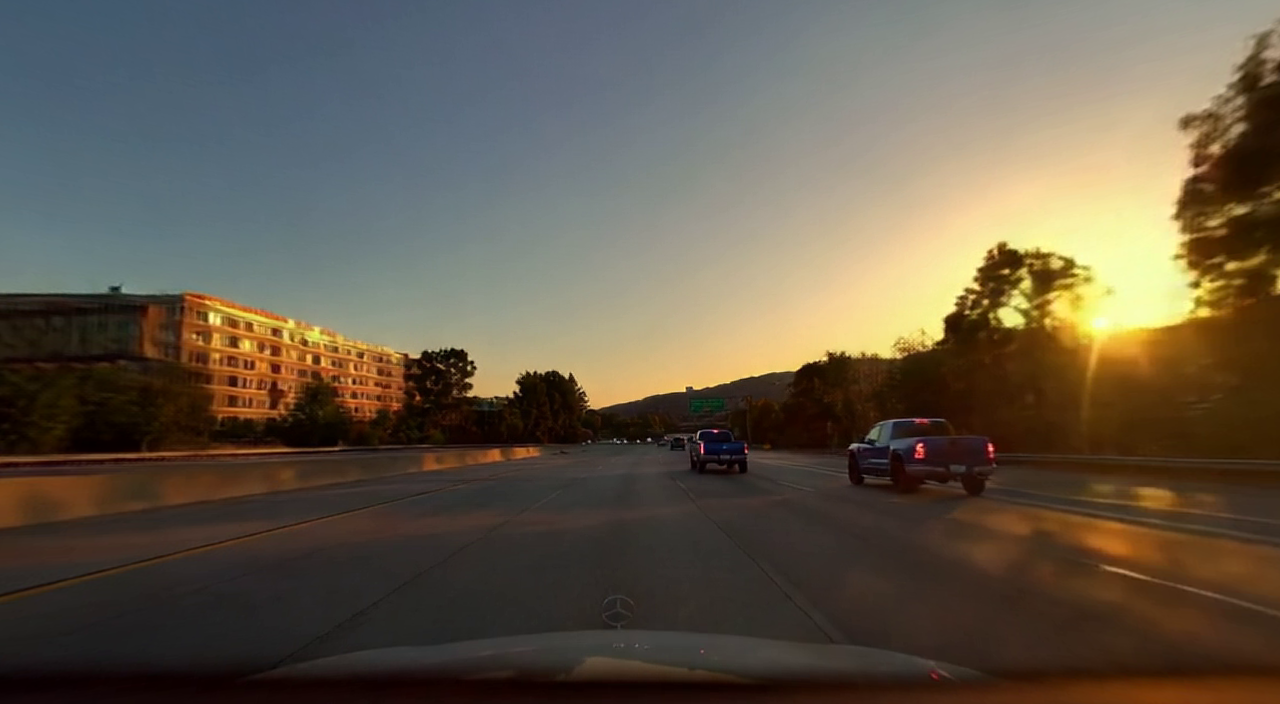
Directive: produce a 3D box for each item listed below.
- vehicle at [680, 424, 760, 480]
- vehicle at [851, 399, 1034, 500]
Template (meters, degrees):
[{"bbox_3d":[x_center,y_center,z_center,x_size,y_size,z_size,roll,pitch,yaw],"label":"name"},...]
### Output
[{"bbox_3d":[3.070,4.011,25.480,2.462,1.984,4.718,0,-9,-2],"label":"vehicle"},{"bbox_3d":[7.766,2.606,17.071,2.158,2.268,5.396,0,-9,-1],"label":"vehicle"}]
